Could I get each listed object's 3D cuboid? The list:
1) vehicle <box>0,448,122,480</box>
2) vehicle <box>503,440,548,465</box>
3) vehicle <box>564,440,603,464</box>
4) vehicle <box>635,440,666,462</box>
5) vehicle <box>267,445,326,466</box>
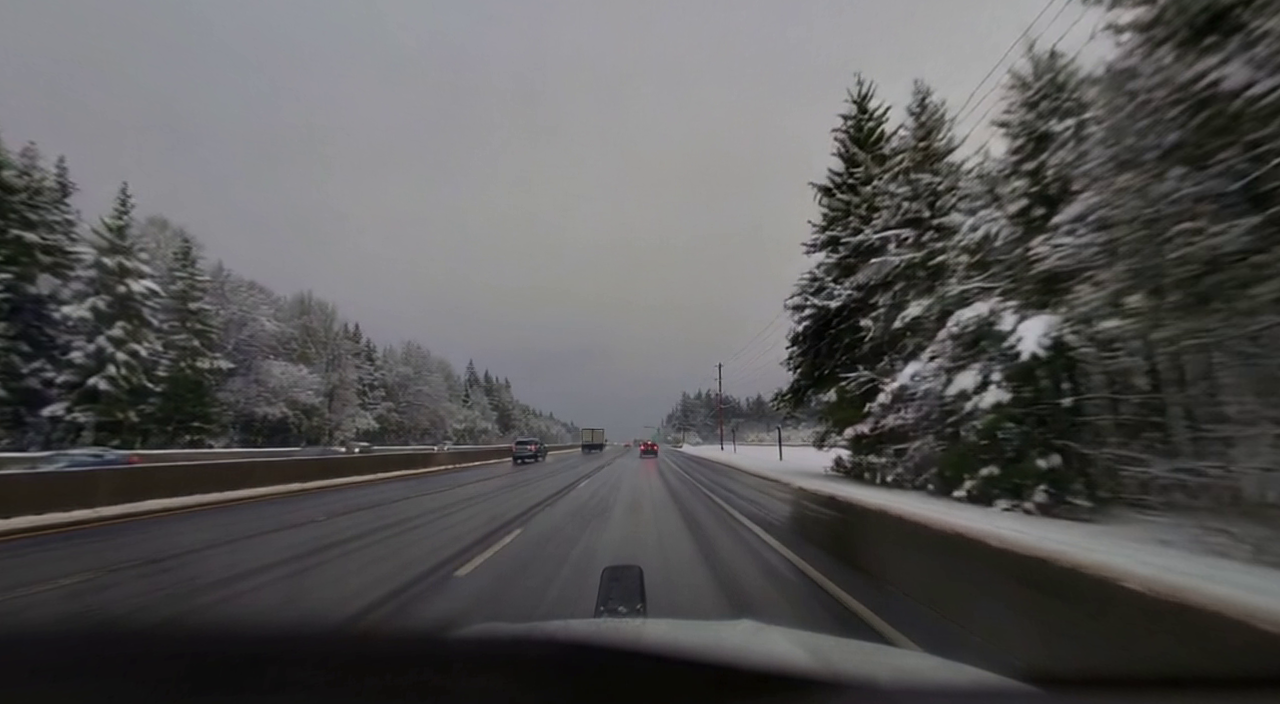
[{"bbox_3d":[-29.219,5.626,31.831,1.901,1.468,4.681,0,-8,0],"label":"vehicle"},{"bbox_3d":[-7.079,6.246,39.244,1.936,1.497,4.251,0,-8,1],"label":"vehicle"},{"bbox_3d":[-3.544,6.385,40.207,2.046,1.478,4.111,0,-8,1],"label":"vehicle"},{"bbox_3d":[0.707,6.831,43.412,2.057,1.453,3.926,0,-8,1],"label":"vehicle"},{"bbox_3d":[-25.020,7.562,45.883,1.787,1.432,4.287,0,-8,1],"label":"vehicle"}]
